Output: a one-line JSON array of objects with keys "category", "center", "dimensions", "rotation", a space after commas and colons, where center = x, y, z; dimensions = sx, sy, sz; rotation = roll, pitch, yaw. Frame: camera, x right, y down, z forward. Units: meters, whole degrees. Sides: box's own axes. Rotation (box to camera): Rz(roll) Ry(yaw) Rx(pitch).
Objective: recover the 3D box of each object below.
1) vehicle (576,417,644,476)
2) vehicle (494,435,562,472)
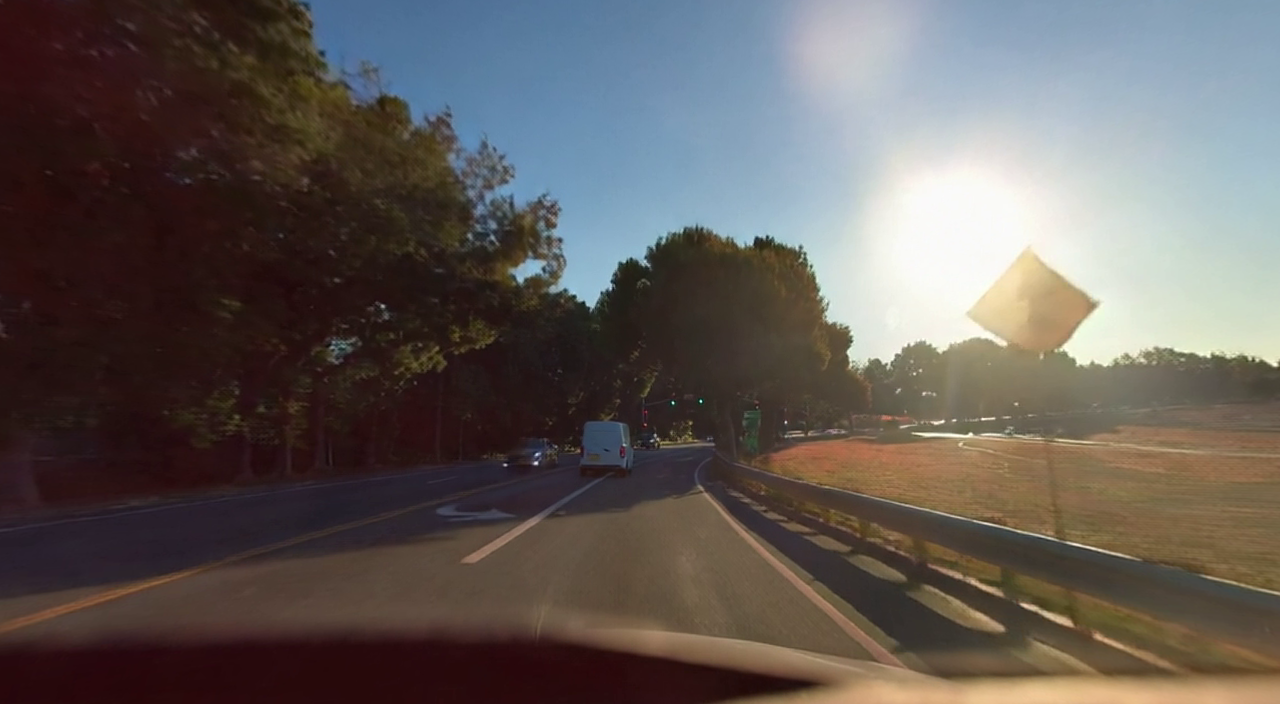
[{"category": "vehicle", "center": [-1.129, 4.010, 26.834], "dimensions": [2.362, 2.185, 5.212], "rotation": [0, -8, 3]}, {"category": "vehicle", "center": [-4.867, 4.487, 28.019], "dimensions": [1.968, 1.460, 4.486], "rotation": [0, -8, 3]}]
